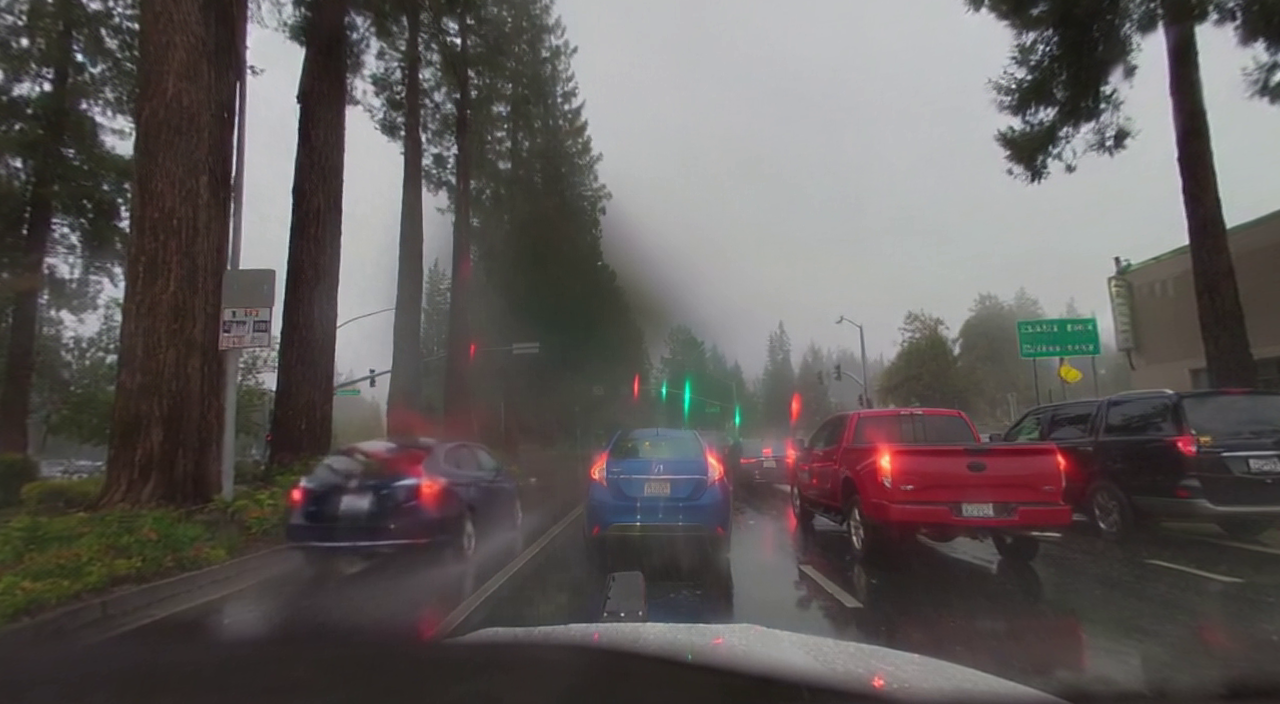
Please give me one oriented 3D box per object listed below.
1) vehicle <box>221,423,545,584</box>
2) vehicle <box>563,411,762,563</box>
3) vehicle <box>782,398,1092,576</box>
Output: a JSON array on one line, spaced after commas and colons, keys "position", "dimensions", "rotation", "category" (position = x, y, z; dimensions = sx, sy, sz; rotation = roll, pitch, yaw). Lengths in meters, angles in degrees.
[{"position": [-2.821, 1.813, 8.575], "dimensions": [2.133, 1.496, 5.150], "rotation": [0, -8, 2], "category": "vehicle"}, {"position": [0.248, 1.773, 8.971], "dimensions": [2.168, 1.641, 4.039], "rotation": [0, -8, 0], "category": "vehicle"}, {"position": [3.386, 1.633, 8.372], "dimensions": [2.099, 1.725, 4.290], "rotation": [0, -8, 2], "category": "vehicle"}]
